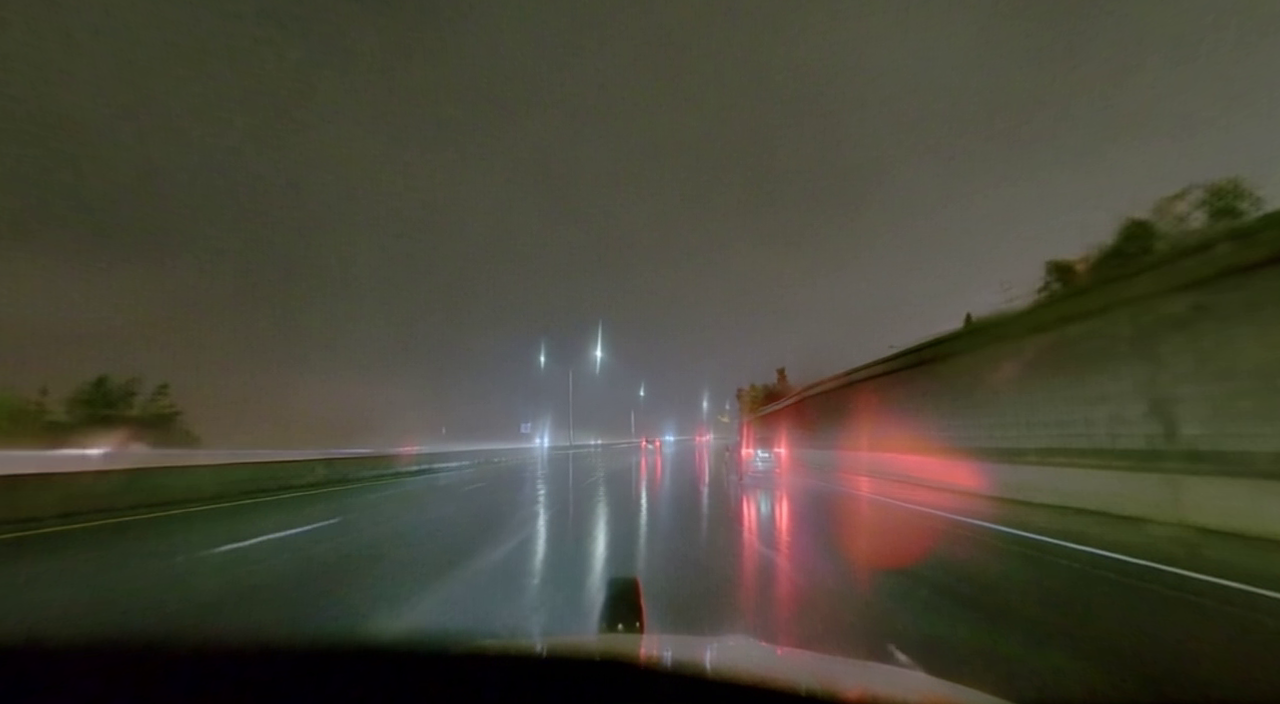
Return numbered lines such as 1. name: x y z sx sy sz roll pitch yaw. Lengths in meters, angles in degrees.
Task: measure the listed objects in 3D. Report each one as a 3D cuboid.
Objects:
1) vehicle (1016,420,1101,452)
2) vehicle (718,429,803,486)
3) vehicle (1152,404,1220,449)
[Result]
1. vehicle: 30.091 6.060 45.442 4.491 1.767 2.057 -9 -10 17
2. vehicle: 3.965 3.550 21.460 2.090 1.715 4.228 0 -8 1
3. vehicle: 33.920 4.761 39.290 2.258 2.496 6.200 -7 -11 34
